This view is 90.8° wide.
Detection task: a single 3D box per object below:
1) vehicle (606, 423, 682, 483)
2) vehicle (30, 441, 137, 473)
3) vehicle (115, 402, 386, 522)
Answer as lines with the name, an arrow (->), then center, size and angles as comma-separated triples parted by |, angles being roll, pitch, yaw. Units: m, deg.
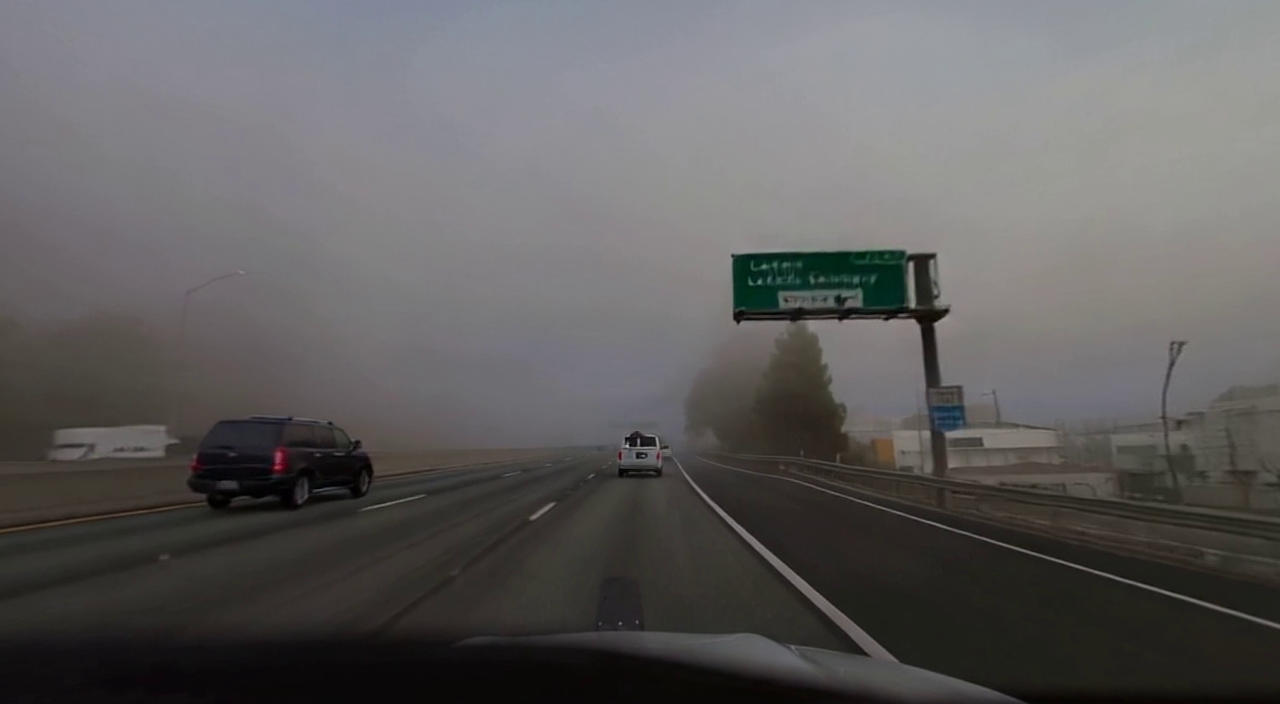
vehicle -> 0.263, 3.755, 23.607 | 2.497, 1.957, 5.432 | 0, -9, 3
vehicle -> -35.915, 6.780, 41.008 | 2.163, 1.933, 5.256 | 0, -9, -1
vehicle -> -7.452, 2.192, 13.017 | 2.289, 1.955, 5.147 | 0, -9, 0
